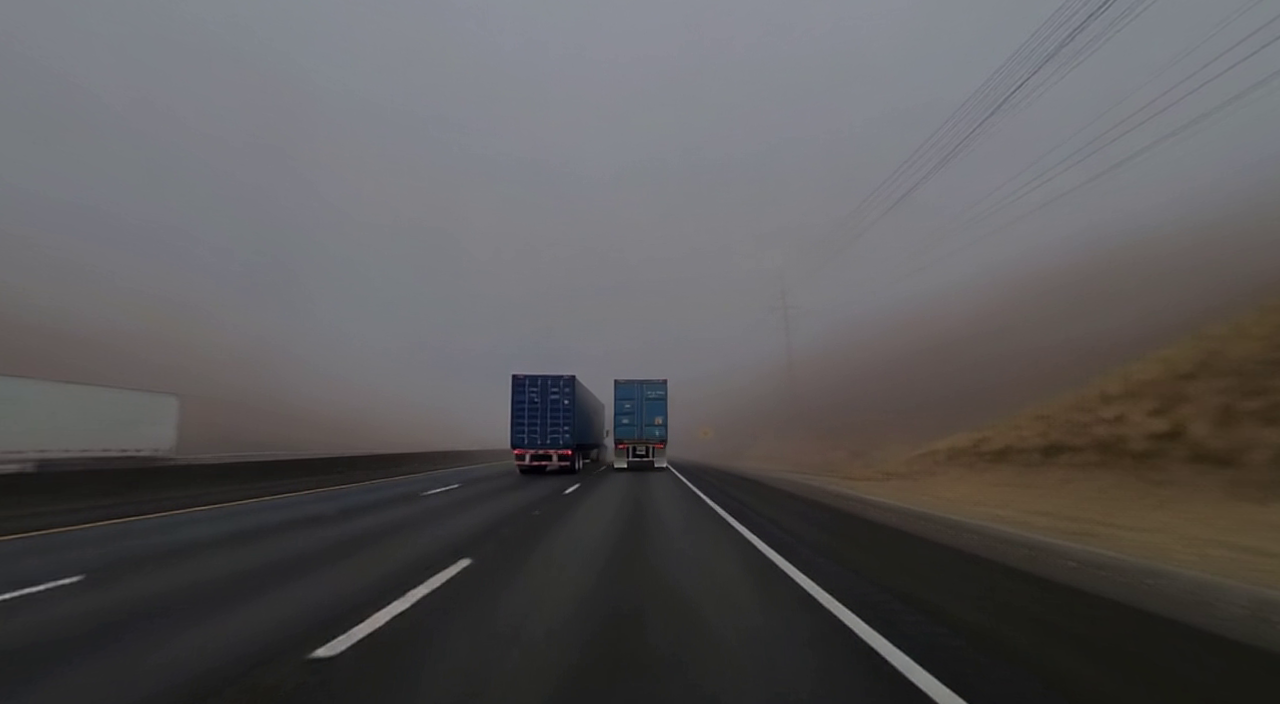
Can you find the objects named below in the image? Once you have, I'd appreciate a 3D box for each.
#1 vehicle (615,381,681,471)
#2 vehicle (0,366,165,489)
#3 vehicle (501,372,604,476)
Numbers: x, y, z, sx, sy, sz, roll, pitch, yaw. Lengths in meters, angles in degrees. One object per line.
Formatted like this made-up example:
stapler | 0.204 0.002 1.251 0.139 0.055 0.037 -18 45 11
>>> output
vehicle | 0.231 4.214 34.601 3.006 4.120 11.586 0 -8 -1
vehicle | -21.962 2.422 20.075 2.942 3.909 13.487 0 -8 0
vehicle | -3.832 3.808 31.783 3.065 4.105 13.706 0 -8 1
